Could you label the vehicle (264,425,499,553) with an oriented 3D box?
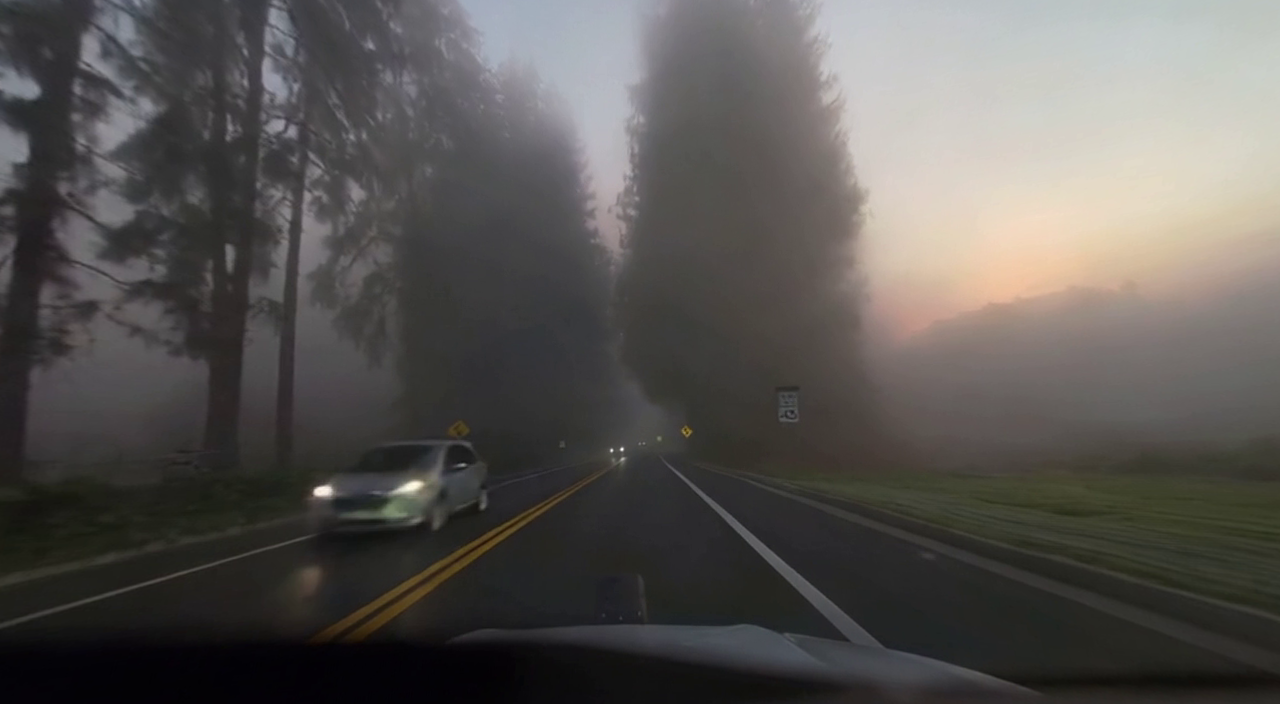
[{"bbox_3d":[-4.190,2.281,11.357,2.124,1.754,4.791,-1,-8,1],"label":"vehicle"}]
